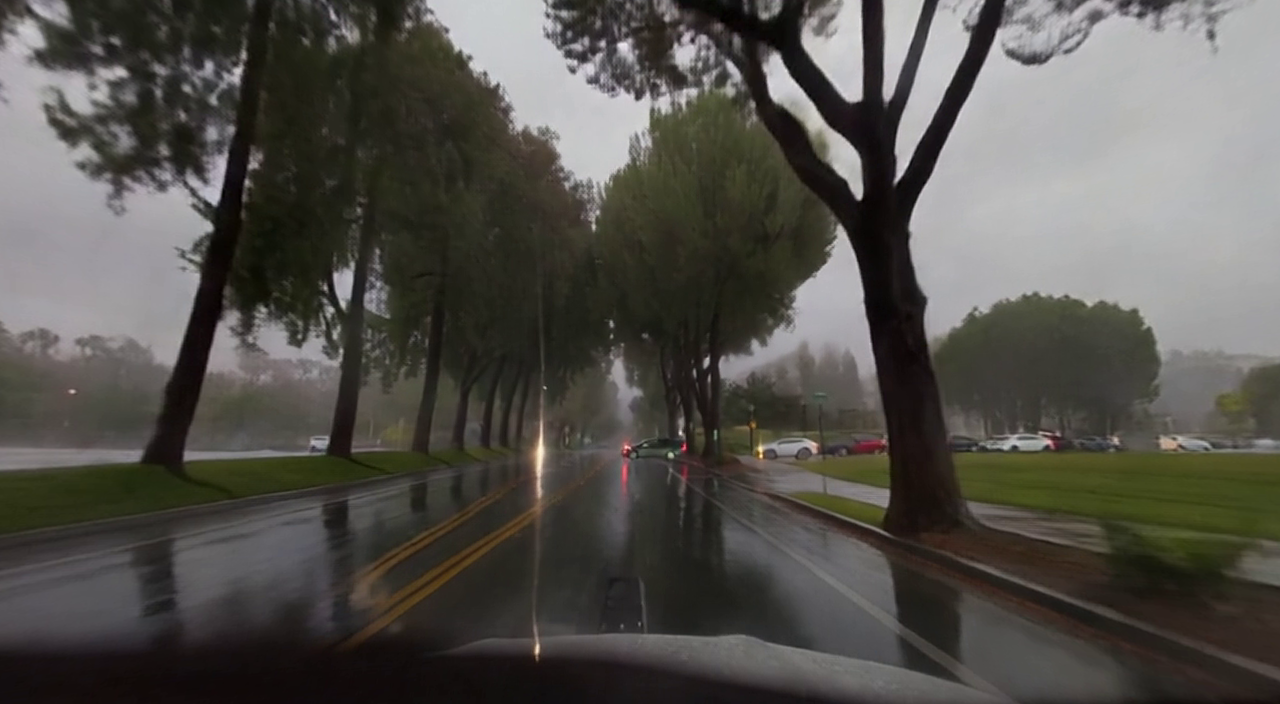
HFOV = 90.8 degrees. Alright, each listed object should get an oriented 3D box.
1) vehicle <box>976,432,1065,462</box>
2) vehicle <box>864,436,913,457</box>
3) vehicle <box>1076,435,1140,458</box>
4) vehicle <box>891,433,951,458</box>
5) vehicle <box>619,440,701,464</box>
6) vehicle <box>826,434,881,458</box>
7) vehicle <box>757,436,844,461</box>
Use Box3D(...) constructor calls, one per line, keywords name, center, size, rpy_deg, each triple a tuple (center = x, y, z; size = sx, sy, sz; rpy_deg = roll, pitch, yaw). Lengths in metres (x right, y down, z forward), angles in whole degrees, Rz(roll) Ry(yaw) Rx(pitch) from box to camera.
Box3D(name="vehicle", center=(21.107, 5.297, 35.113), size=(3.830, 1.429, 1.890), rpy_deg=(4, -10, -10))
Box3D(name="vehicle", center=(17.942, 6.858, 45.729), size=(1.673, 1.436, 3.700), rpy_deg=(1, -8, -8))
Box3D(name="vehicle", center=(36.077, 7.301, 48.834), size=(1.790, 1.665, 3.807), rpy_deg=(1, -8, -4))
Box3D(name="vehicle", center=(20.670, 6.895, 46.623), size=(2.023, 1.736, 4.227), rpy_deg=(1, -8, -8))
Box3D(name="vehicle", center=(1.309, 6.593, 41.816), size=(4.890, 1.478, 2.253), rpy_deg=(-6, -10, 31))
Box3D(name="vehicle", center=(15.449, 6.863, 46.064), size=(2.073, 1.642, 4.468), rpy_deg=(0, -8, -6))
Box3D(name="vehicle", center=(10.088, 6.106, 39.983), size=(4.870, 1.507, 2.073), rpy_deg=(-1, -8, 0))
